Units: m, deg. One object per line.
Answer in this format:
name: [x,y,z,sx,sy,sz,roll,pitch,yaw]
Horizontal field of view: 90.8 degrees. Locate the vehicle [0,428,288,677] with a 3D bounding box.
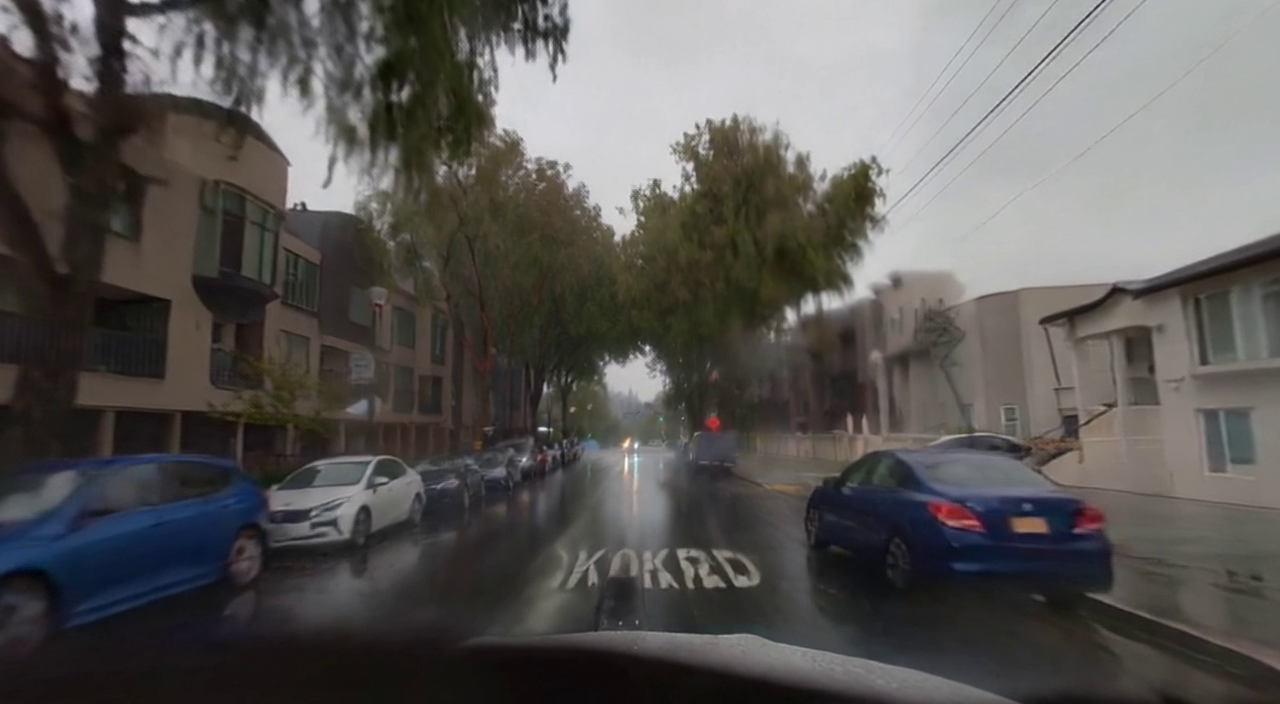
vehicle: [-5.033,1.493,5.405,1.782,1.585,3.962,0,-8,-1]

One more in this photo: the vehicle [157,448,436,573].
vehicle: [-5.063,2.352,10.342,1.890,1.457,4.856,0,-8,-1]

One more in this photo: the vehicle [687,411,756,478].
vehicle: [3.890,4.286,29.872,1.961,2.656,3.047,-2,-1,35]

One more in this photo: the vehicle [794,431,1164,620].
vehicle: [3.257,1.707,7.228,1.835,1.490,4.134,0,-8,-1]

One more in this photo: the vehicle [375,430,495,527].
vehicle: [-5.183,3.155,16.625,1.824,1.664,4.344,-2,0,-2]
